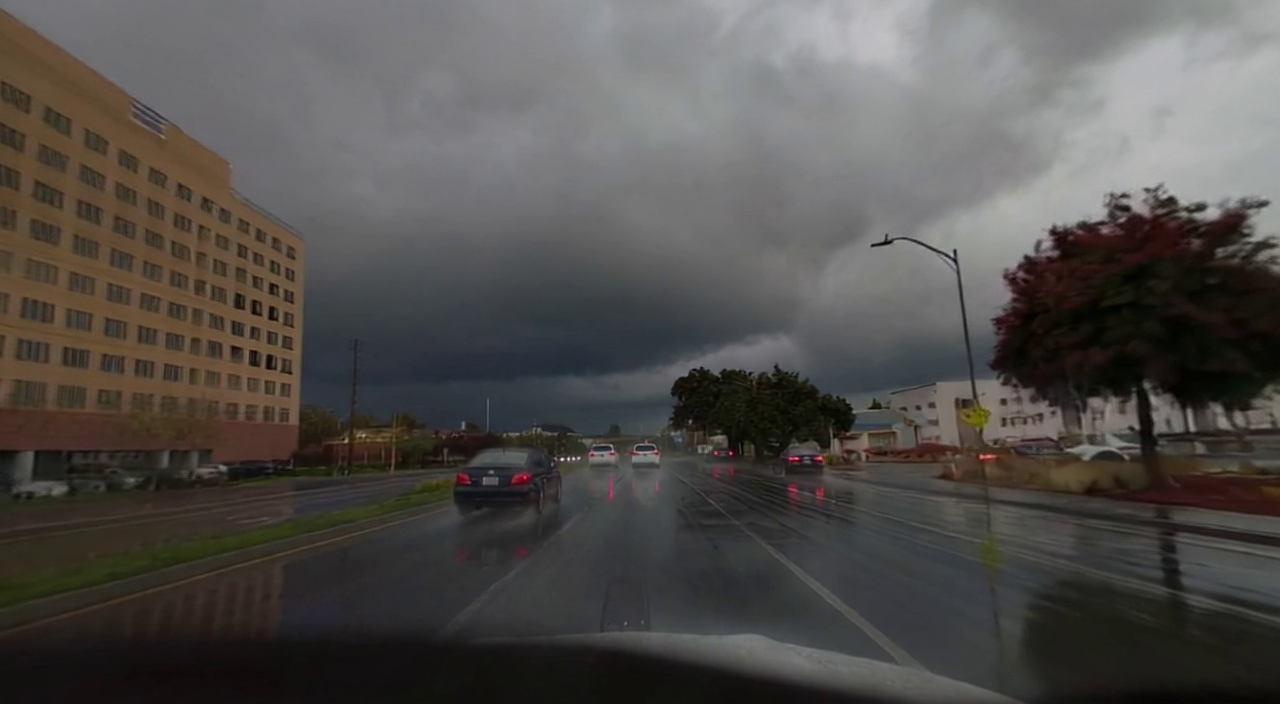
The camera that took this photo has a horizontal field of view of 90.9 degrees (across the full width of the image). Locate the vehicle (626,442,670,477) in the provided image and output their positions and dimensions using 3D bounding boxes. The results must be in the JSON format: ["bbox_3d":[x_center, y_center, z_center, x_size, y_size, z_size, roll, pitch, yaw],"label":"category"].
[{"bbox_3d":[0.448,5.916,34.926,2.304,1.795,4.526,0,-9,1],"label":"vehicle"}]

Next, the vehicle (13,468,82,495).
[{"bbox_3d":[-39.800,8.694,42.484,1.802,1.530,4.596,4,-9,-23],"label":"vehicle"}]

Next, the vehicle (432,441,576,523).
[{"bbox_3d":[-2.735,2.744,13.868,2.095,1.486,4.411,0,-9,1],"label":"vehicle"}]

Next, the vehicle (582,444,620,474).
[{"bbox_3d":[-2.485,7.016,41.586,2.117,1.799,4.442,0,-9,1],"label":"vehicle"}]

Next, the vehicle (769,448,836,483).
[{"bbox_3d":[7.274,5.113,28.714,1.884,1.458,4.245,0,-9,0],"label":"vehicle"}]
